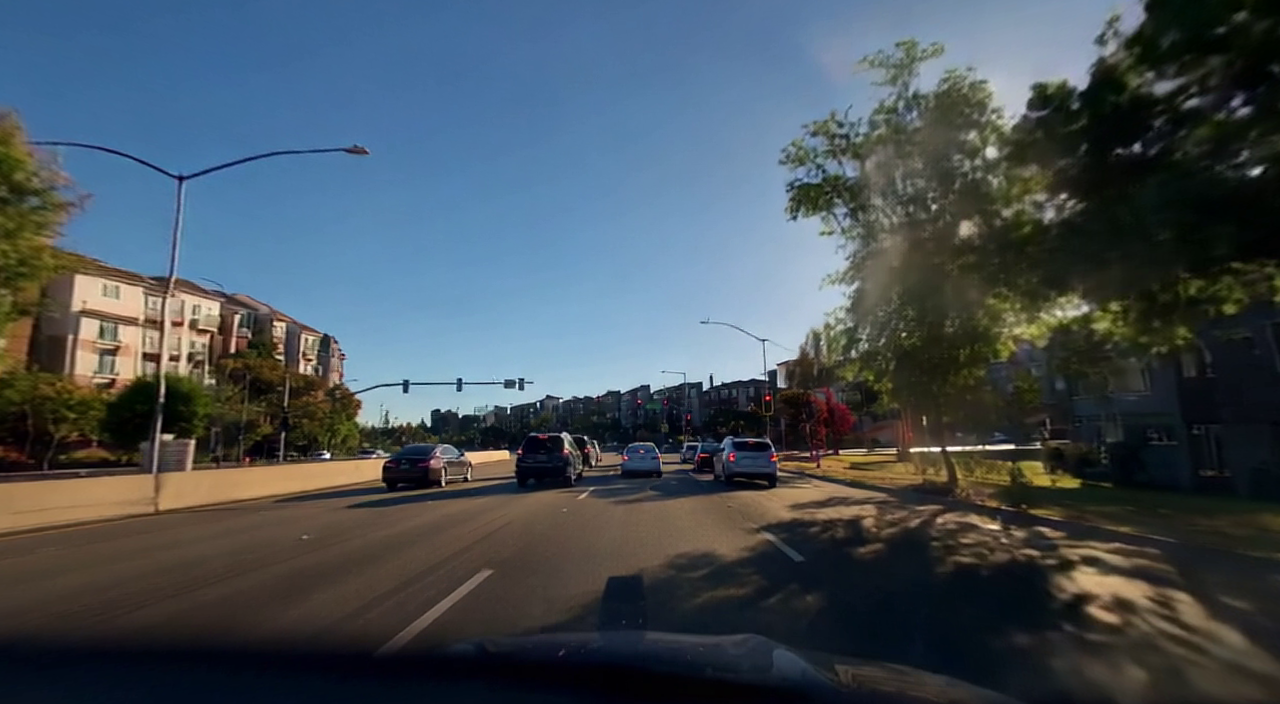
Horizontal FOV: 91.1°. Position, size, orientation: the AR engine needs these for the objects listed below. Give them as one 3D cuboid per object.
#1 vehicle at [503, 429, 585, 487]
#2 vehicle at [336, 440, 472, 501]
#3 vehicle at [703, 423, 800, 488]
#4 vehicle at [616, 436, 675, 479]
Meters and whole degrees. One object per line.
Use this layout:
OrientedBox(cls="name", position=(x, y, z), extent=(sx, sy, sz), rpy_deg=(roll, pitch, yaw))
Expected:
OrientedBox(cls="vehicle", position=(-3.024, 3.448, 20.731), extent=(1.912, 1.703, 4.261), rpy_deg=(0, -8, 1))
OrientedBox(cls="vehicle", position=(-6.315, 3.202, 17.469), extent=(1.926, 1.465, 4.620), rpy_deg=(0, -8, 1))
OrientedBox(cls="vehicle", position=(3.397, 3.273, 20.142), extent=(2.141, 1.833, 4.704), rpy_deg=(0, -8, -1))
OrientedBox(cls="vehicle", position=(0.176, 3.952, 23.775), extent=(2.021, 1.461, 3.862), rpy_deg=(0, -8, 0))
